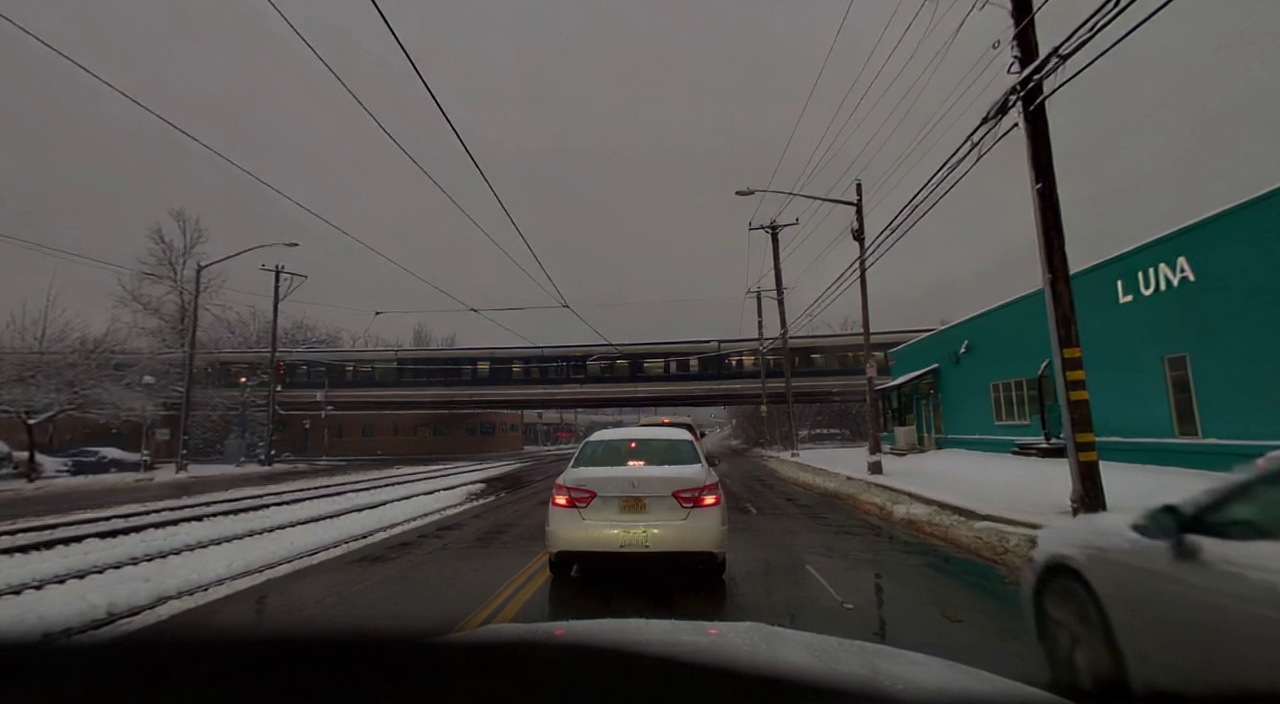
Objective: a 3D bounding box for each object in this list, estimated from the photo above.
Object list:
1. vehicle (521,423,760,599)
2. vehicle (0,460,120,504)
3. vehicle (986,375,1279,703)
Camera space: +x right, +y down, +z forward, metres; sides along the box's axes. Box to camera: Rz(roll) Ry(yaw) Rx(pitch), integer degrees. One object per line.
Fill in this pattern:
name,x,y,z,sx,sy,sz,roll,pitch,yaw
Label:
vehicle,0.087,1.702,7.607,2.090,1.518,4.033,-1,-9,3
vehicle,-21.933,4.674,22.838,4.566,1.453,1.935,-1,-9,5
vehicle,2.879,0.768,1.563,1.948,1.490,4.405,-1,-9,7
